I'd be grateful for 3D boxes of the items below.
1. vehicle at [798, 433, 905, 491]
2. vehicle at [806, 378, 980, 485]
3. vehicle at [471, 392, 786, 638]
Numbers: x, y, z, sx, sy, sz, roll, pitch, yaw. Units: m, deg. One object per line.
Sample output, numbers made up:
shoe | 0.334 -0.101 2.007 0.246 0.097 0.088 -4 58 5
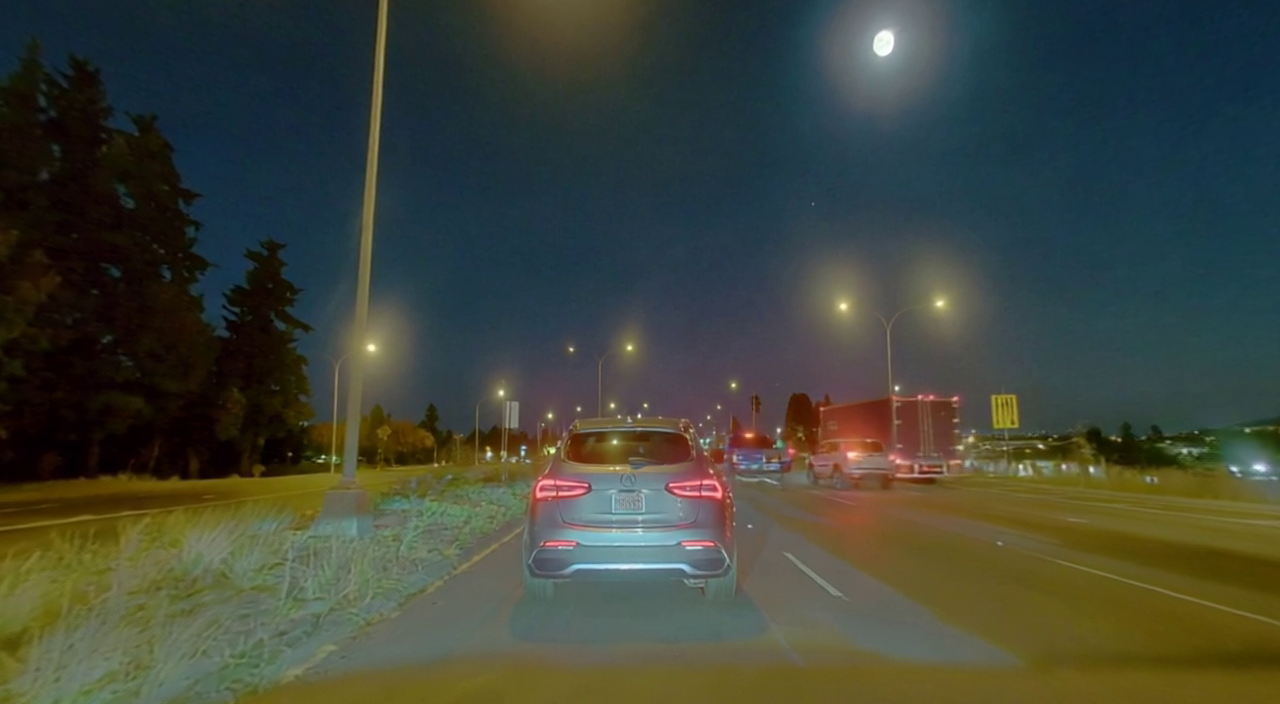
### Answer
vehicle | 7.266 3.823 22.160 2.024 1.810 4.807 0 -9 -1
vehicle | 10.942 3.792 29.089 3.025 3.993 11.243 0 -9 -2
vehicle | -0.100 1.428 6.452 2.172 1.694 4.055 0 -9 -1
